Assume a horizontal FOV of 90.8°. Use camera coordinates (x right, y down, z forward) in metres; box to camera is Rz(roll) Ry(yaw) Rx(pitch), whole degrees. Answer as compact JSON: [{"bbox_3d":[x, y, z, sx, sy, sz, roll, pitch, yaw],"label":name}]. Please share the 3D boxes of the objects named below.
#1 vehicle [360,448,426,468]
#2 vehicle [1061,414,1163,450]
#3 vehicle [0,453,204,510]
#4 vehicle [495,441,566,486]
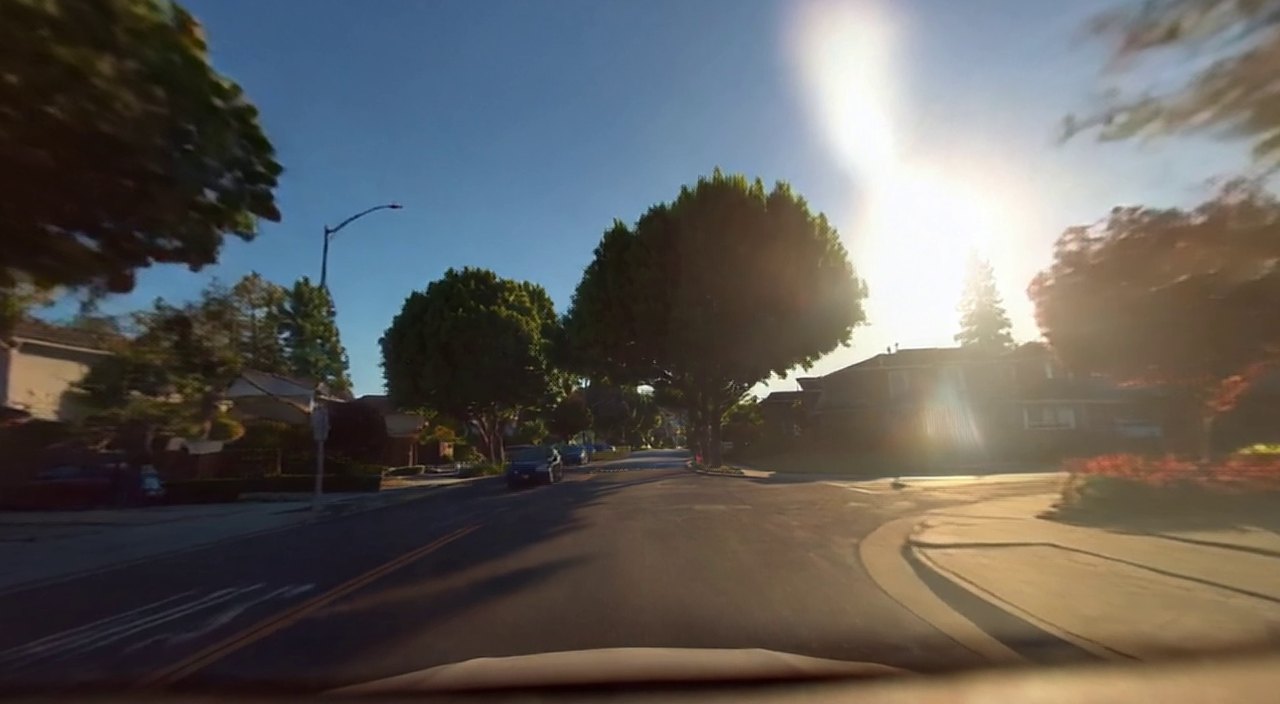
[{"bbox_3d":[-18.853,8.098,48.456,4.373,1.464,1.917,1,-9,-10],"label":"vehicle"},{"bbox_3d":[23.108,3.990,31.151,1.875,1.609,4.322,-1,-9,4],"label":"vehicle"},{"bbox_3d":[-15.360,3.655,18.042,4.370,1.482,1.926,0,-9,2],"label":"vehicle"},{"bbox_3d":[-4.385,4.521,25.975,2.025,1.660,4.151,0,-9,2],"label":"vehicle"}]
